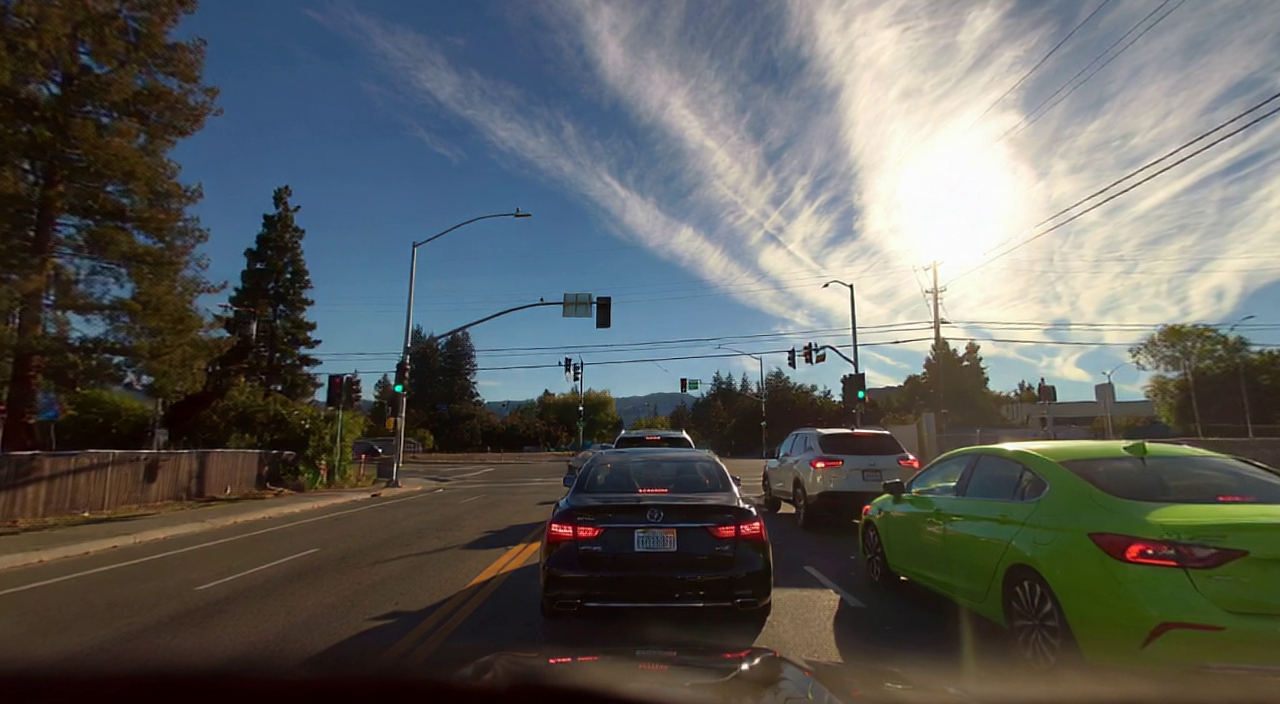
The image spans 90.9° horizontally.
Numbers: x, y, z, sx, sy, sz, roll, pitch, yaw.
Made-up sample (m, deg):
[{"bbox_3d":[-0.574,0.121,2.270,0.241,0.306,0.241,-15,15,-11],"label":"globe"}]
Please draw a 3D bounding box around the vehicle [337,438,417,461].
[{"bbox_3d":[-17.243,6.411,41.466,4.406,1.458,1.892,-1,-8,7],"label":"vehicle"}]

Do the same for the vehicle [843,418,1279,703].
[{"bbox_3d":[3.092,1.245,4.135,2.027,1.432,4.431,0,-8,0],"label":"vehicle"}]

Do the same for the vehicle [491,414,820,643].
[{"bbox_3d":[0.064,1.488,6.423,2.170,1.497,4.369,0,-8,-1],"label":"vehicle"}]
